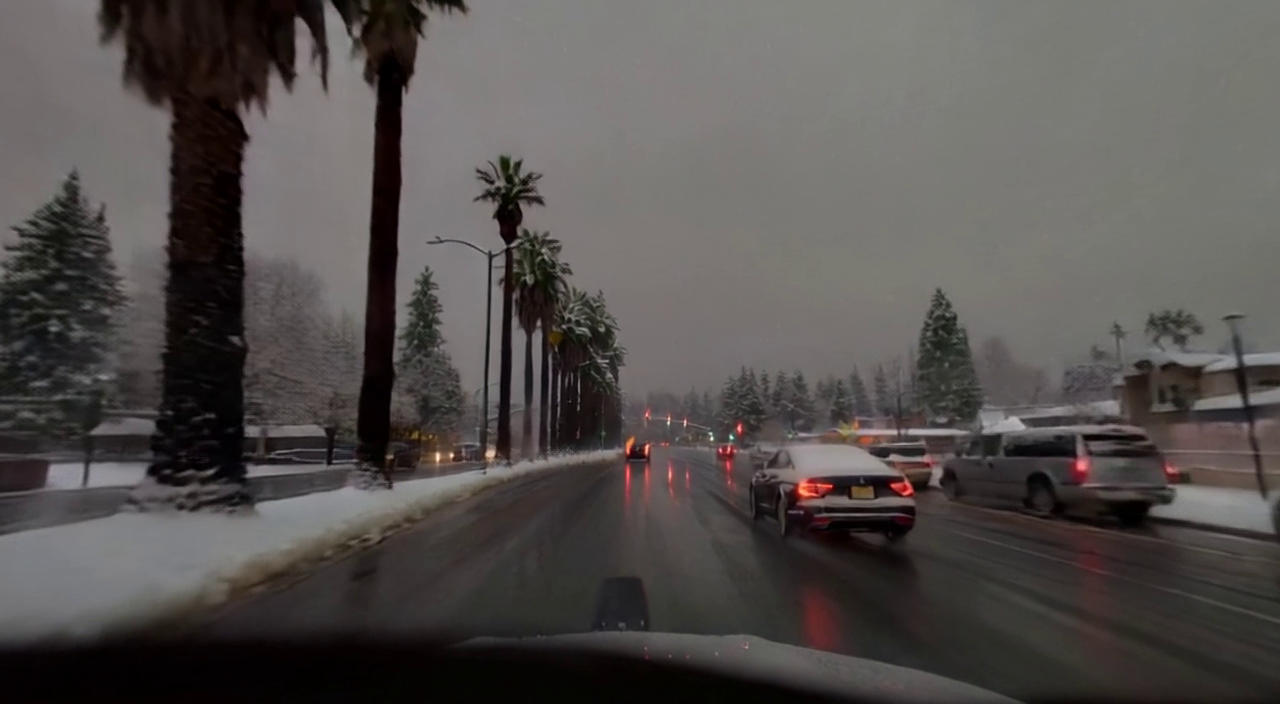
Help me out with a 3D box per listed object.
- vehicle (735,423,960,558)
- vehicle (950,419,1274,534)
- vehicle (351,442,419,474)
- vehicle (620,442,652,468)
[{"bbox_3d":[2.879,2.026,9.924,2.009,1.639,4.267,0,-9,-1],"label":"vehicle"},{"bbox_3d":[10.010,2.704,14.475,2.618,2.048,6.195,0,-9,0],"label":"vehicle"},{"bbox_3d":[-15.643,6.522,39.050,2.180,1.830,4.924,0,-9,-1],"label":"vehicle"},{"bbox_3d":[-0.221,7.148,43.968,2.087,1.709,4.076,0,-9,1],"label":"vehicle"}]
